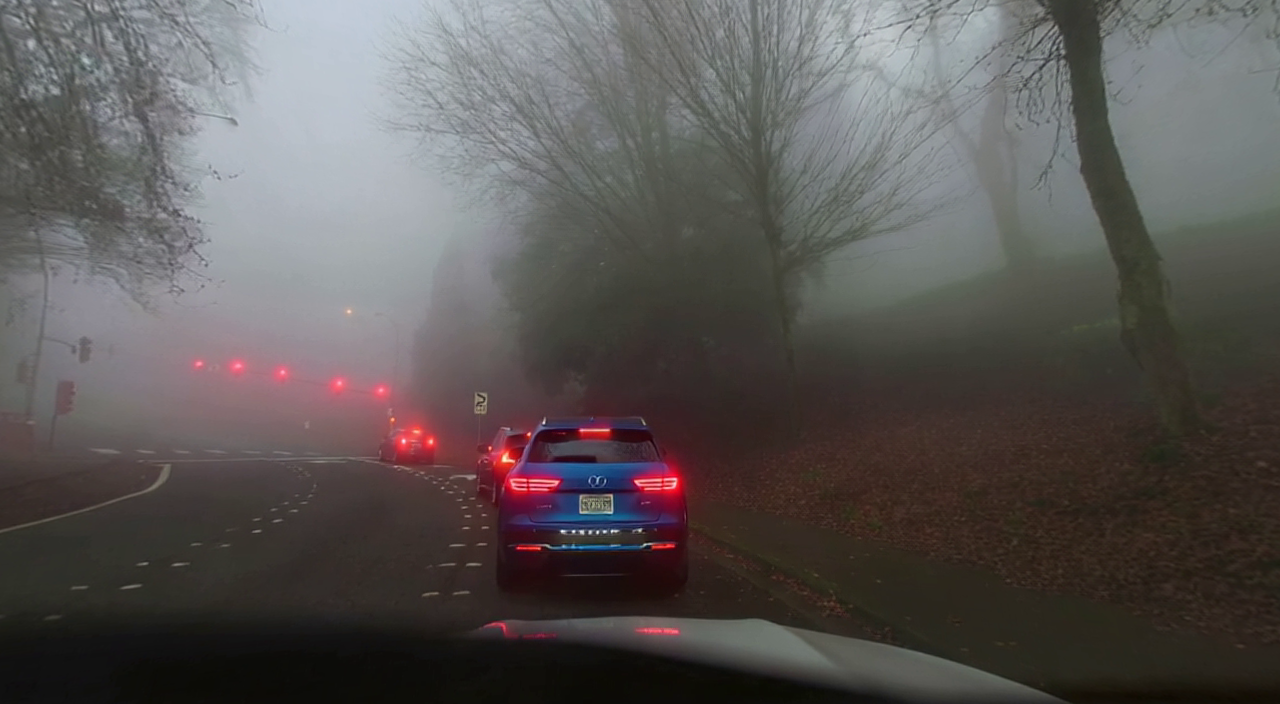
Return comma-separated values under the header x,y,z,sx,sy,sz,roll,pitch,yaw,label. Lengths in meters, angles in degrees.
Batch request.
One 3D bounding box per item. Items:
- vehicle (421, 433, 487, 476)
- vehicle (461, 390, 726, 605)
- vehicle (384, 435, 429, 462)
x,y,z,sx,sy,sz,roll,pitch,yaw,label
-7.303,3.947,24.484,1.902,1.536,3.662,4,-9,-25,vehicle
-0.679,1.456,7.203,2.134,1.671,4.147,1,-8,-9,vehicle
-13.749,5.638,36.894,1.863,1.488,4.426,4,-9,-27,vehicle
